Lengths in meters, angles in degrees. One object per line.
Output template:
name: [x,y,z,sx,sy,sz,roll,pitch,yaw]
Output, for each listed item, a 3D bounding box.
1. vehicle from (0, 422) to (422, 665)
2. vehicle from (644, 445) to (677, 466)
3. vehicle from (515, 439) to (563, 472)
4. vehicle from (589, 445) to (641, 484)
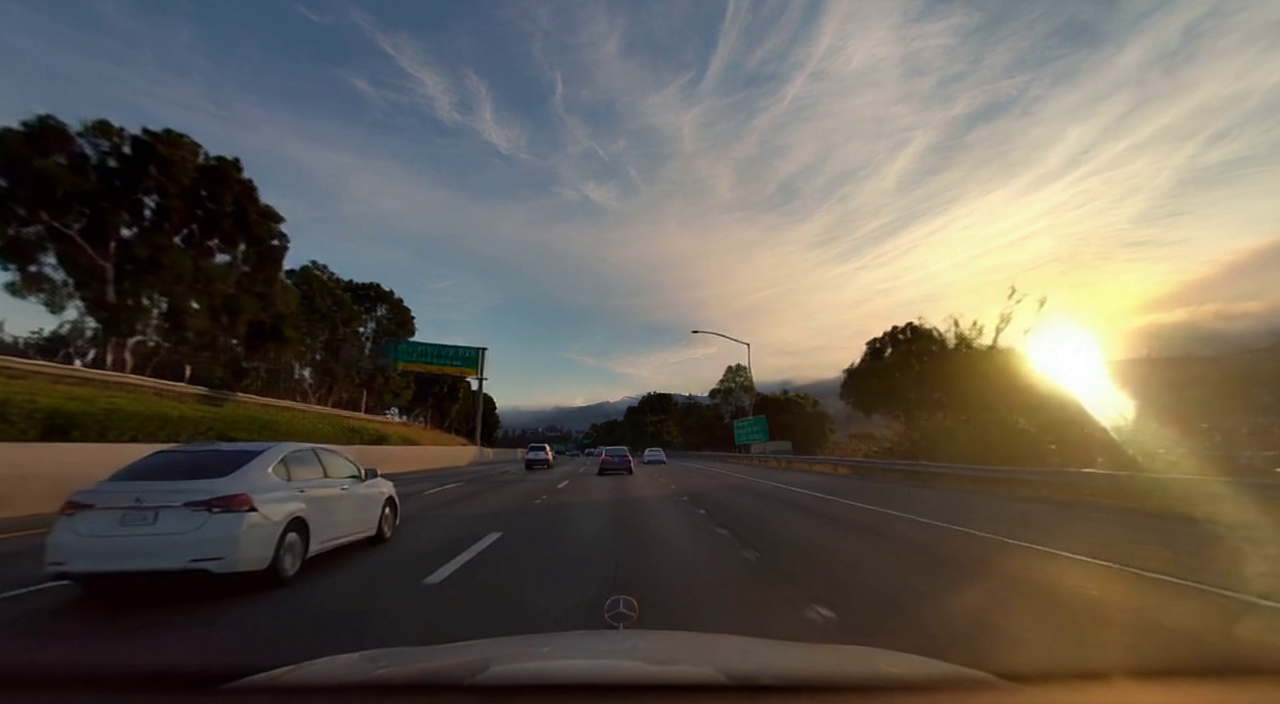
vehicle: [-4.128,1.563,6.456,2.049,1.482,4.981,0,-9,0]
vehicle: [1.480,7.619,46.697,2.021,1.447,3.985,0,-9,-4]
vehicle: [-5.662,5.891,36.093,2.244,1.755,4.417,0,-9,-3]
vehicle: [-1.062,4.516,25.746,1.947,1.437,4.345,0,-9,-4]
